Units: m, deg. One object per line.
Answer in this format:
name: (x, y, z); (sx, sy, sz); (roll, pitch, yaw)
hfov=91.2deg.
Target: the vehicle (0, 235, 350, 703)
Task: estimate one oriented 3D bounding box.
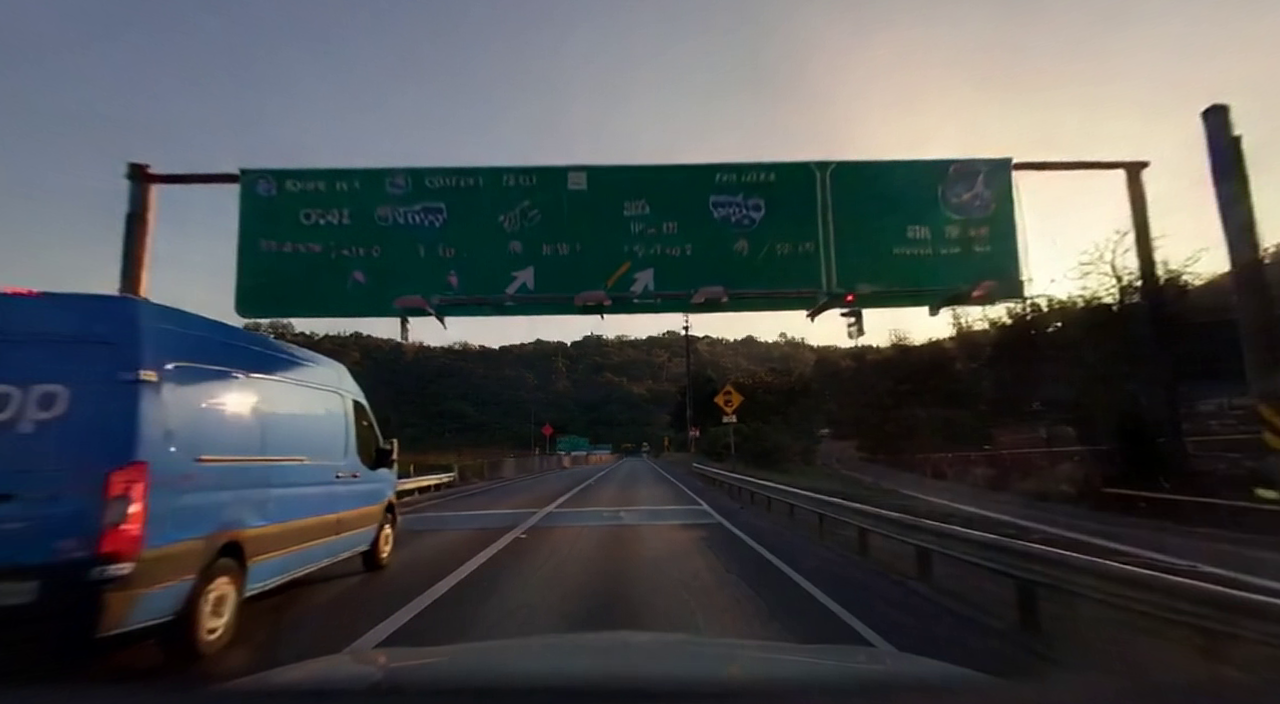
vehicle: (-5.103, 1.129, 6.708); (2.463, 2.640, 7.034); (2, -9, -16)
